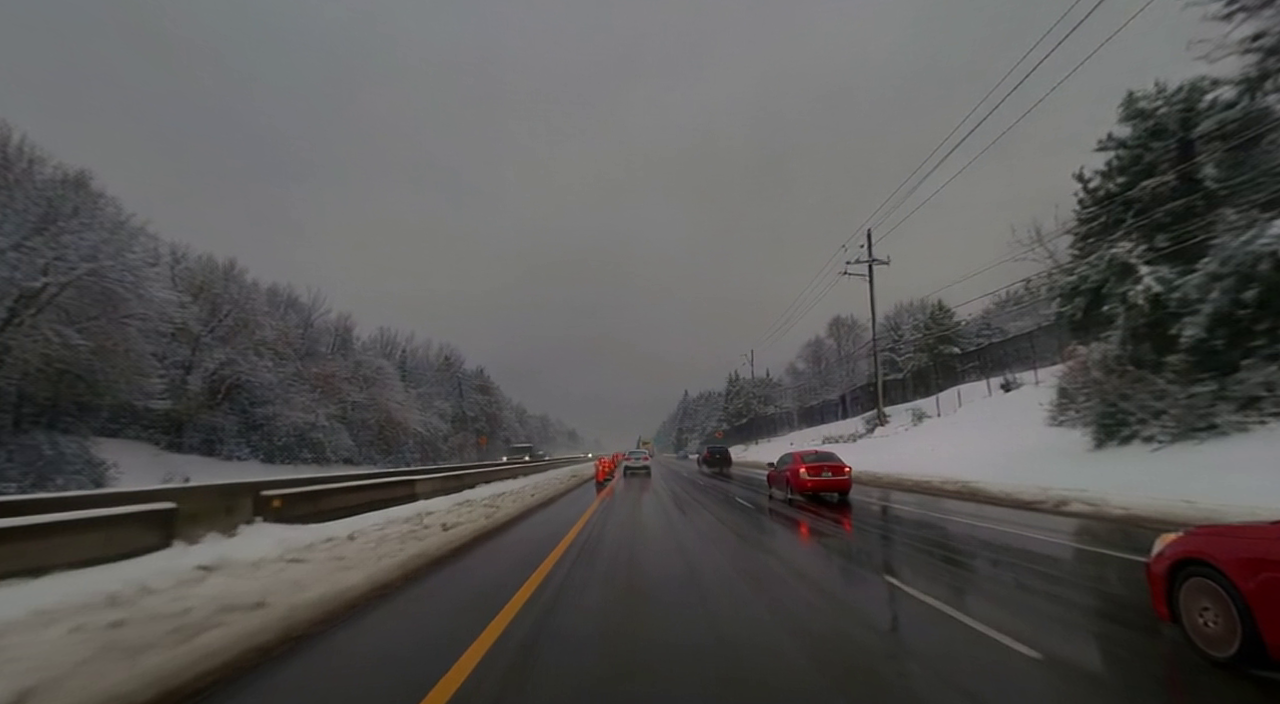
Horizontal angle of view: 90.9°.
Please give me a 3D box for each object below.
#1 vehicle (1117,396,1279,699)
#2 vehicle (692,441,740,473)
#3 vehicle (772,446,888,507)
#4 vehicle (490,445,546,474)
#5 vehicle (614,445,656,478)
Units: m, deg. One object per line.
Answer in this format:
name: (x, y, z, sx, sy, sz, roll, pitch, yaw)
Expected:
vehicle: (4.331, 0.837, 2.054, 1.997, 1.568, 4.529, 0, -8, 0)
vehicle: (4.946, 6.929, 41.965, 2.559, 1.943, 5.610, 0, -8, 1)
vehicle: (4.956, 3.280, 17.093, 1.881, 1.409, 4.016, 0, -8, 0)
vehicle: (-7.604, 6.738, 39.862, 2.308, 1.694, 4.945, -1, -8, 2)
vehicle: (-0.214, 5.755, 33.484, 2.096, 1.583, 4.150, 0, -8, 1)
